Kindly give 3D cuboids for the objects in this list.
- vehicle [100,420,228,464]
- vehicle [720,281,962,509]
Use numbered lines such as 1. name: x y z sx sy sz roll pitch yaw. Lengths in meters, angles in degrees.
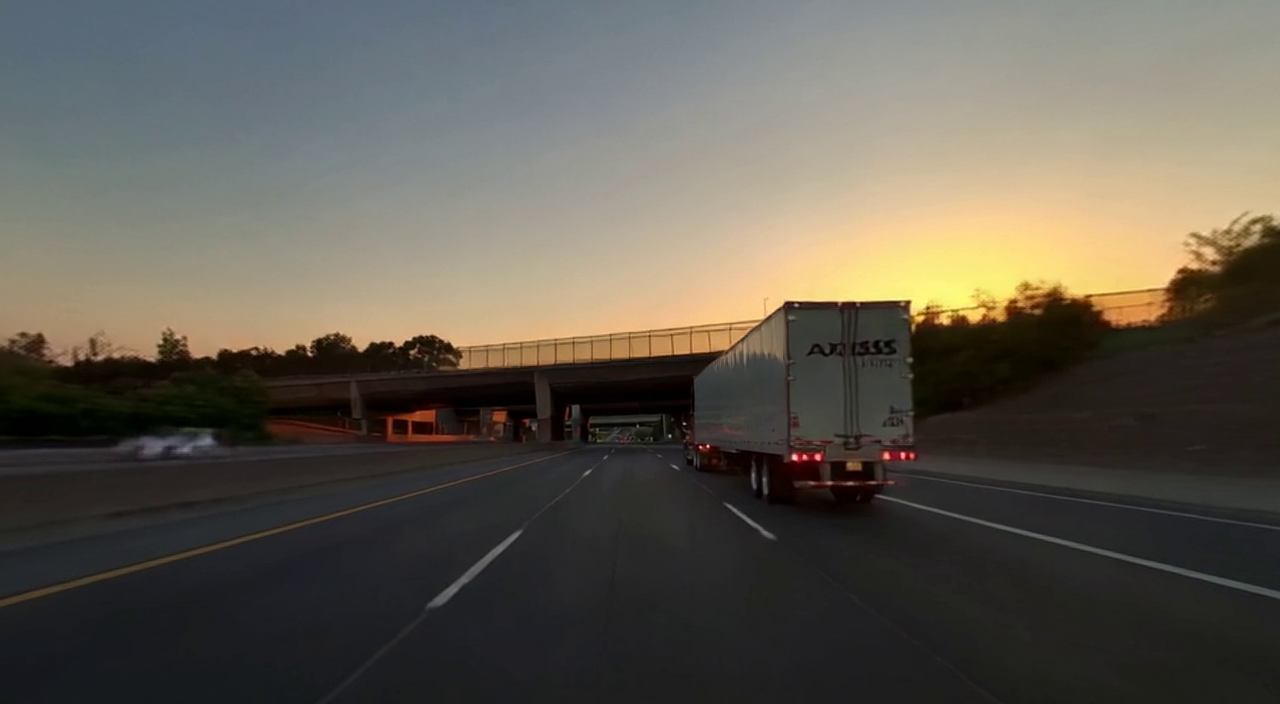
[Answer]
1. vehicle: -18.925 3.606 25.260 1.846 1.606 4.176 0 -8 0
2. vehicle: 4.053 1.323 15.543 2.880 3.986 9.103 0 -8 0
